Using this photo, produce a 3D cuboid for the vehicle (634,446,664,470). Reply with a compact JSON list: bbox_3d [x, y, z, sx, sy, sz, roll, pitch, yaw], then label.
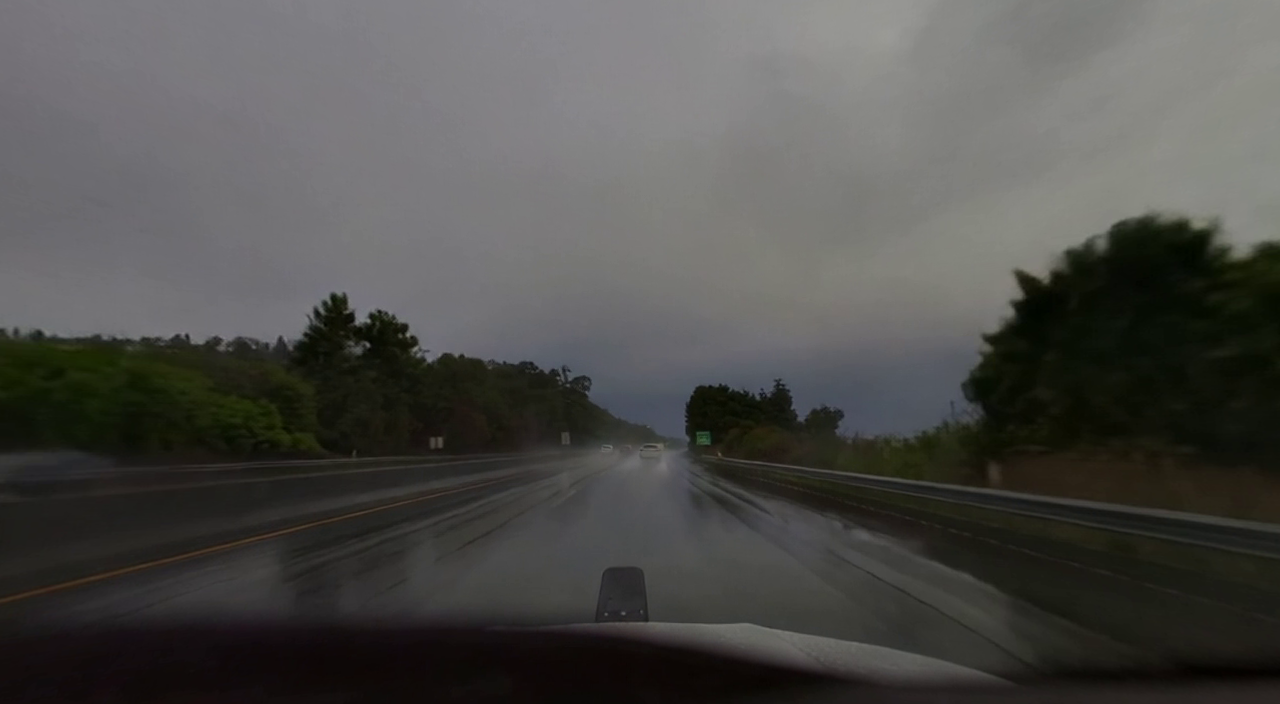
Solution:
[{"bbox_3d":[0.592,7.038,42.065,1.934,1.488,3.832,0,-9,1],"label":"vehicle"}]
